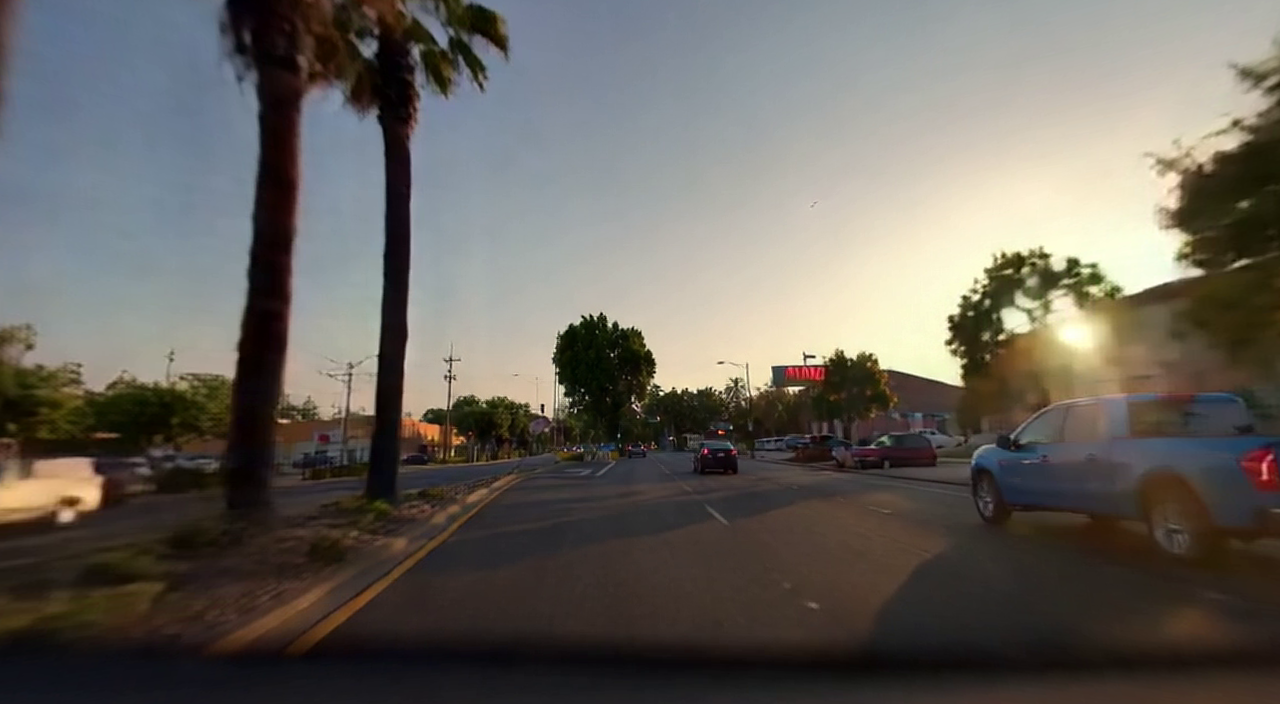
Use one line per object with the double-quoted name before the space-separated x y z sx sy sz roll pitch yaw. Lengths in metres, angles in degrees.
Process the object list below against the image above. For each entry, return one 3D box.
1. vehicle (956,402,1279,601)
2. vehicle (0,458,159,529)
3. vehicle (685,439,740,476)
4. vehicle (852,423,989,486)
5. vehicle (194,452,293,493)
"vehicle" 6.294 1.598 7.632 2.140 1.606 5.437 0 -9 0
"vehicle" -15.324 3.522 16.144 2.174 1.509 4.958 -1 -9 0
"vehicle" 3.231 4.828 29.076 1.889 1.541 4.303 0 -9 -2
"vehicle" 10.420 3.890 24.208 2.417 2.061 5.980 0 -9 -1
"vehicle" -19.004 5.772 30.580 1.913 1.679 4.543 -3 -9 0
